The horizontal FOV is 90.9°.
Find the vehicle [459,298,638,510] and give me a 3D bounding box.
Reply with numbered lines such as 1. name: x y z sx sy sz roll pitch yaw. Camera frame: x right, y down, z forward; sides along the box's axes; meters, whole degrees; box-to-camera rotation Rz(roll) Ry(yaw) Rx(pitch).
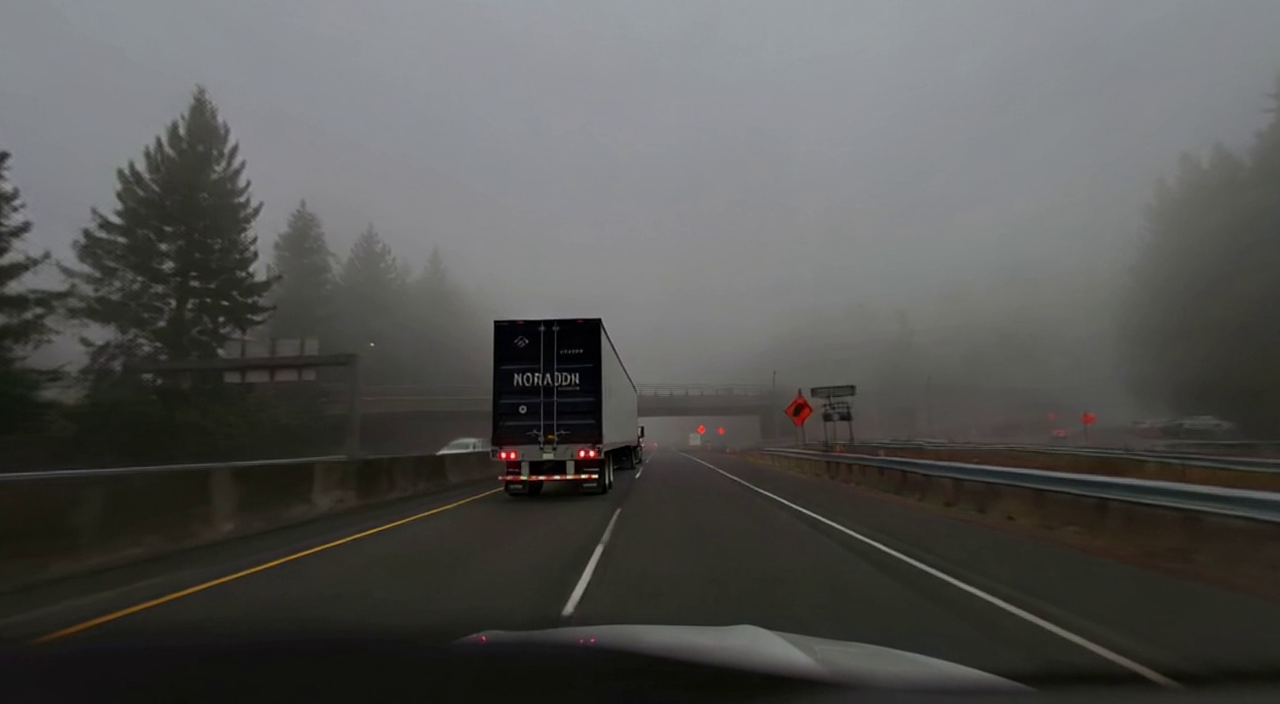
1. vehicle: -1.733 2.158 20.154 2.873 4.060 16.327 0 -9 2
